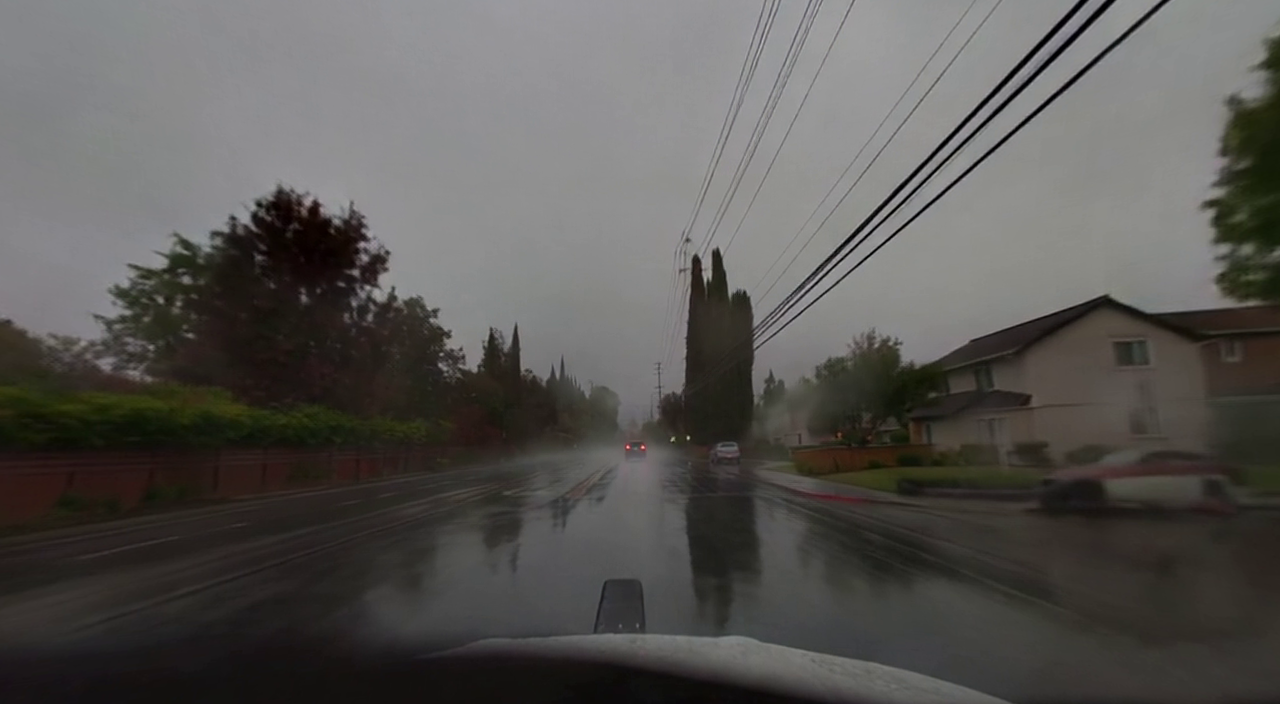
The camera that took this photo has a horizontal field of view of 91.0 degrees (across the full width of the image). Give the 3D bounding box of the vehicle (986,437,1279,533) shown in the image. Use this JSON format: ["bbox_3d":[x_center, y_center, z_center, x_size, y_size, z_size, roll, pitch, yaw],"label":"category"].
[{"bbox_3d":[8.761,2.211,10.800,4.487,1.461,1.874,-1,-9,8],"label":"vehicle"}]

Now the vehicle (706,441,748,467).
[{"bbox_3d":[5.841,6.943,42.831,2.039,1.637,4.782,0,-9,-1],"label":"vehicle"}]

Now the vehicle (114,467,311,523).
[{"bbox_3d":[-12.193,4.085,18.449,2.530,1.265,4.495,-1,-8,2],"label":"vehicle"}]
